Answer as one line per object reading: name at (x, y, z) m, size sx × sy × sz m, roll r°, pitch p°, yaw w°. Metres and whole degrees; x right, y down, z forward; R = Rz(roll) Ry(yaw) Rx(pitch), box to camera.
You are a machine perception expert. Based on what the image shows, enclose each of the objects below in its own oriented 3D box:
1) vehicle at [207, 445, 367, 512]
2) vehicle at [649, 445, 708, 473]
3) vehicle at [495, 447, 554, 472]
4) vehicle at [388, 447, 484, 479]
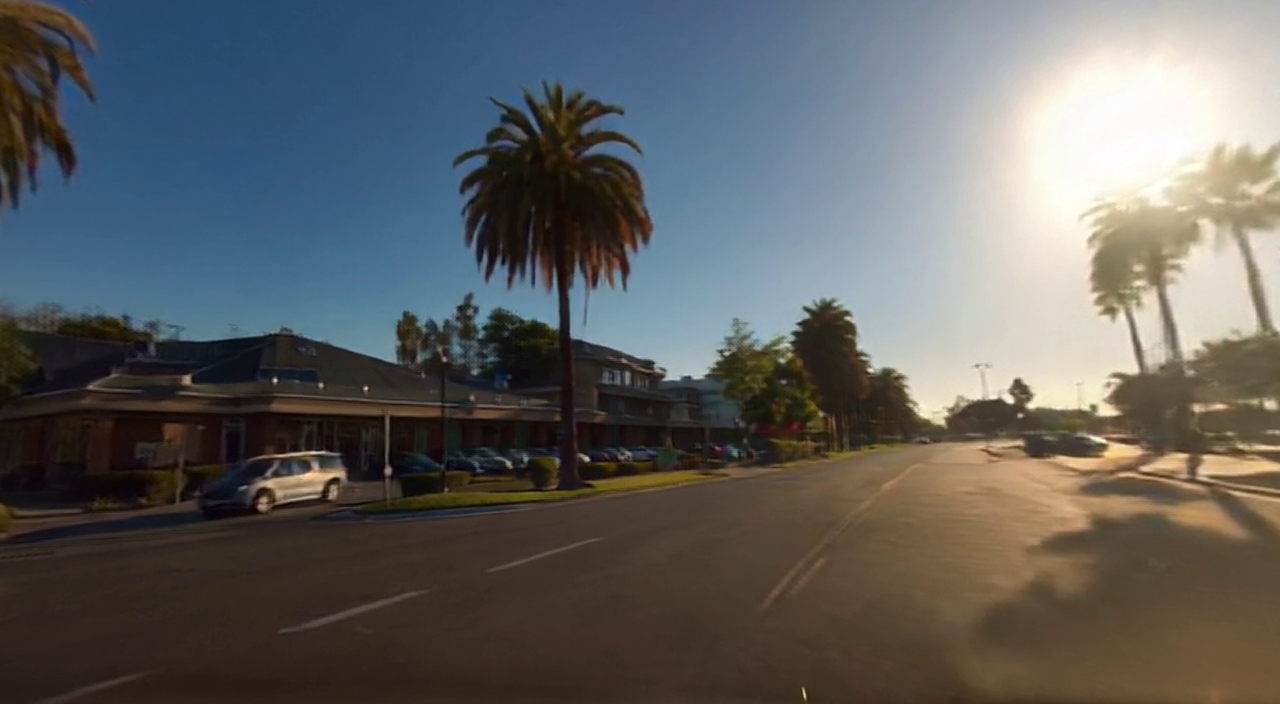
vehicle at (-11.070, 3.955, 20.332) m, size 2.174 × 1.863 × 4.651 m, roll 0°, pitch -9°, yaw 4°
vehicle at (2.619, 7.201, 42.631) m, size 3.635 × 1.521 × 1.726 m, roll 1°, pitch -5°, yaw 19°
vehicle at (-8.670, 8.047, 47.624) m, size 3.928 × 1.784 × 1.895 m, roll -3°, pitch -9°, yaw 21°
vehicle at (-12.164, 6.572, 37.662) m, size 5.193 × 1.830 × 2.049 m, roll -3°, pitch -9°, yaw 20°
